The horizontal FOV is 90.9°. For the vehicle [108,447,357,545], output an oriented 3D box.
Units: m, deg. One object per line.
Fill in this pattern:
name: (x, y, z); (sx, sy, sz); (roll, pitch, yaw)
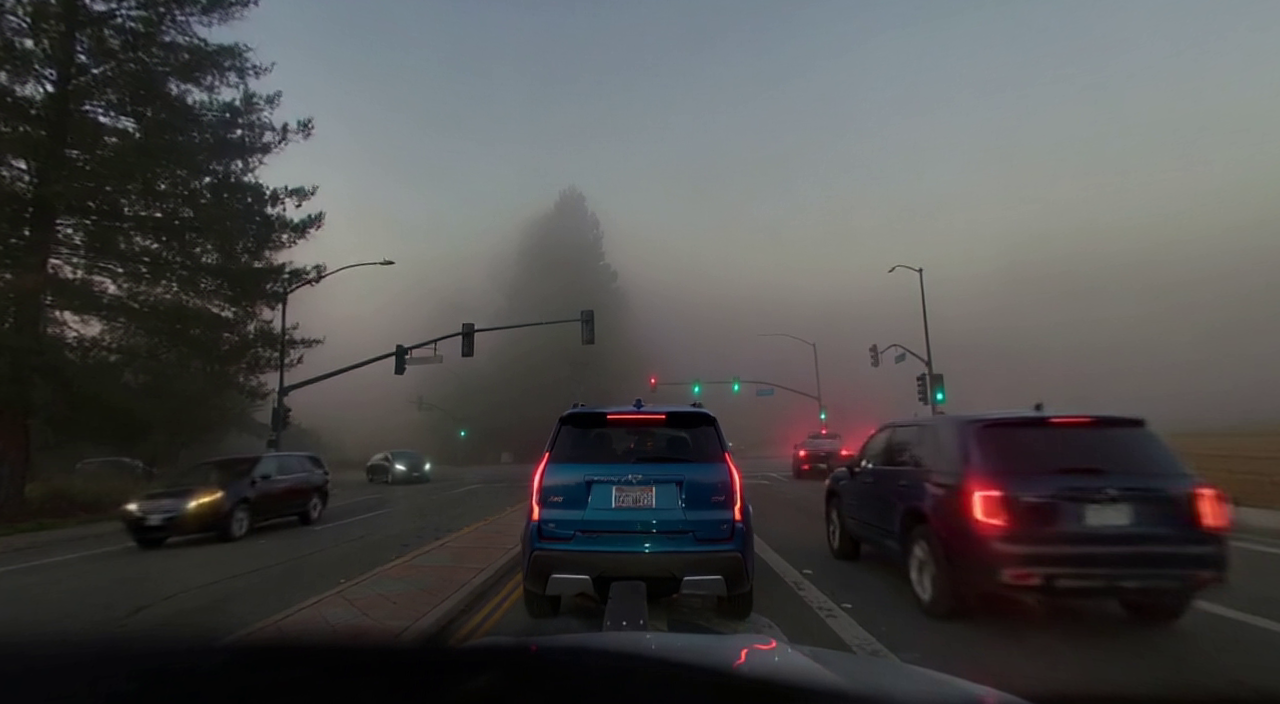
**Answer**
vehicle: (-7.919, 2.780, 12.987); (2.192, 1.606, 4.510); (0, -8, -2)

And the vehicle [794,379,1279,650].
vehicle: (3.273, 1.347, 6.281); (2.340, 1.693, 4.516); (0, -8, 0)

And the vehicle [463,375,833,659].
vehicle: (0.040, 1.331, 6.093); (2.298, 1.770, 4.138); (0, -8, 0)

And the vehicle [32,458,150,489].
vehicle: (-30.958, 6.827, 35.657); (4.605, 1.626, 2.251); (0, -8, 2)

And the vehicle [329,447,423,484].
vehicle: (-13.212, 5.615, 31.514); (4.608, 1.680, 2.026); (-6, -10, 33)
